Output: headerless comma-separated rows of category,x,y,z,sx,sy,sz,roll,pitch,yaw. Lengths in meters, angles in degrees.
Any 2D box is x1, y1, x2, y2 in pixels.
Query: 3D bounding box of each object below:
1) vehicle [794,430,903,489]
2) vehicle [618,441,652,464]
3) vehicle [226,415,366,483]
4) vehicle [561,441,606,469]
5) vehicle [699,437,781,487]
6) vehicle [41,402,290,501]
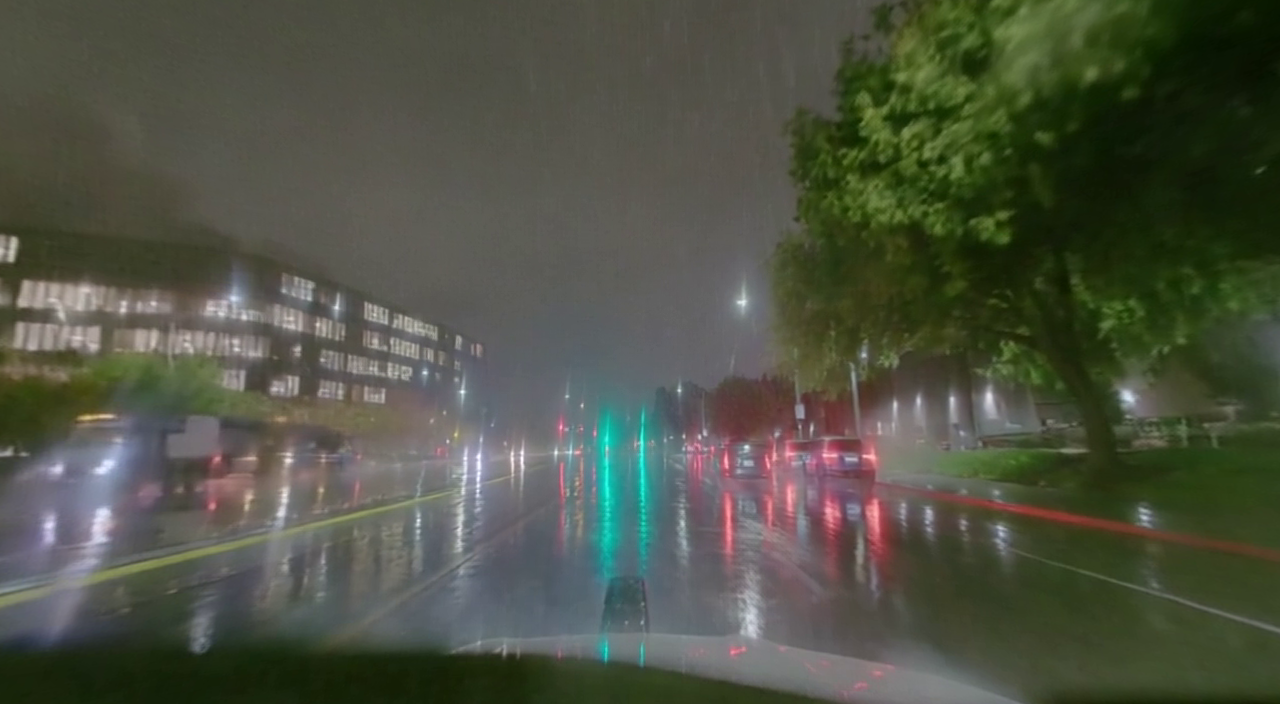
vehicle,6.906,3.601,21.488,2.023,1.758,4.795,0,-8,-1
vehicle,-0.300,6.656,41.892,2.101,1.480,3.929,0,-8,0
vehicle,-19.031,5.479,35.829,2.780,3.339,8.934,0,-8,1
vehicle,-3.134,5.793,35.656,2.082,1.467,4.379,0,-8,1
vehicle,3.235,3.672,21.377,1.990,1.486,4.431,0,-8,-1
vehicle,-19.112,4.139,26.683,2.995,3.396,9.534,0,-8,1
